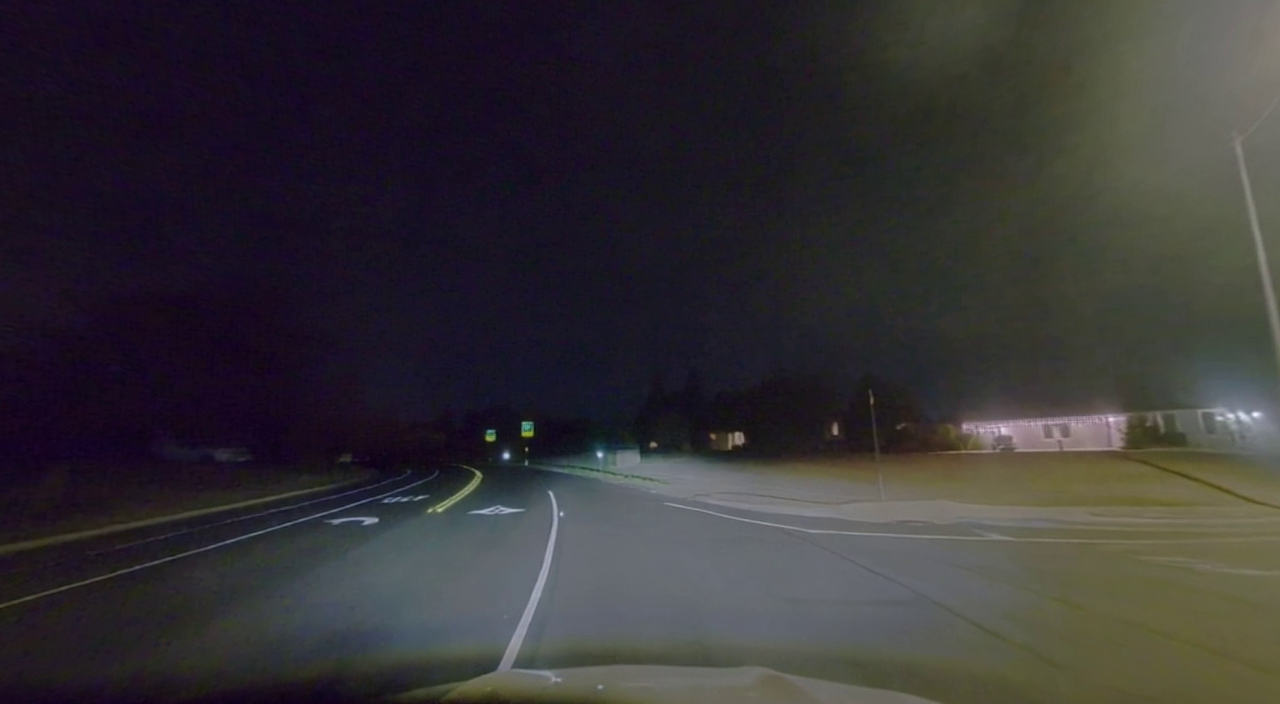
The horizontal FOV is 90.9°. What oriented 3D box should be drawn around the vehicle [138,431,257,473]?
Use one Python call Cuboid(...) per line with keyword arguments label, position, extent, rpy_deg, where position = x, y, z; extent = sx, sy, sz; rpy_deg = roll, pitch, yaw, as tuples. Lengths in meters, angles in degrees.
Cuboid(label="vehicle", position=(-22.085, 4.976, 31.495), extent=(4.699, 1.996, 2.116), rpy_deg=(-2, -9, 13))
